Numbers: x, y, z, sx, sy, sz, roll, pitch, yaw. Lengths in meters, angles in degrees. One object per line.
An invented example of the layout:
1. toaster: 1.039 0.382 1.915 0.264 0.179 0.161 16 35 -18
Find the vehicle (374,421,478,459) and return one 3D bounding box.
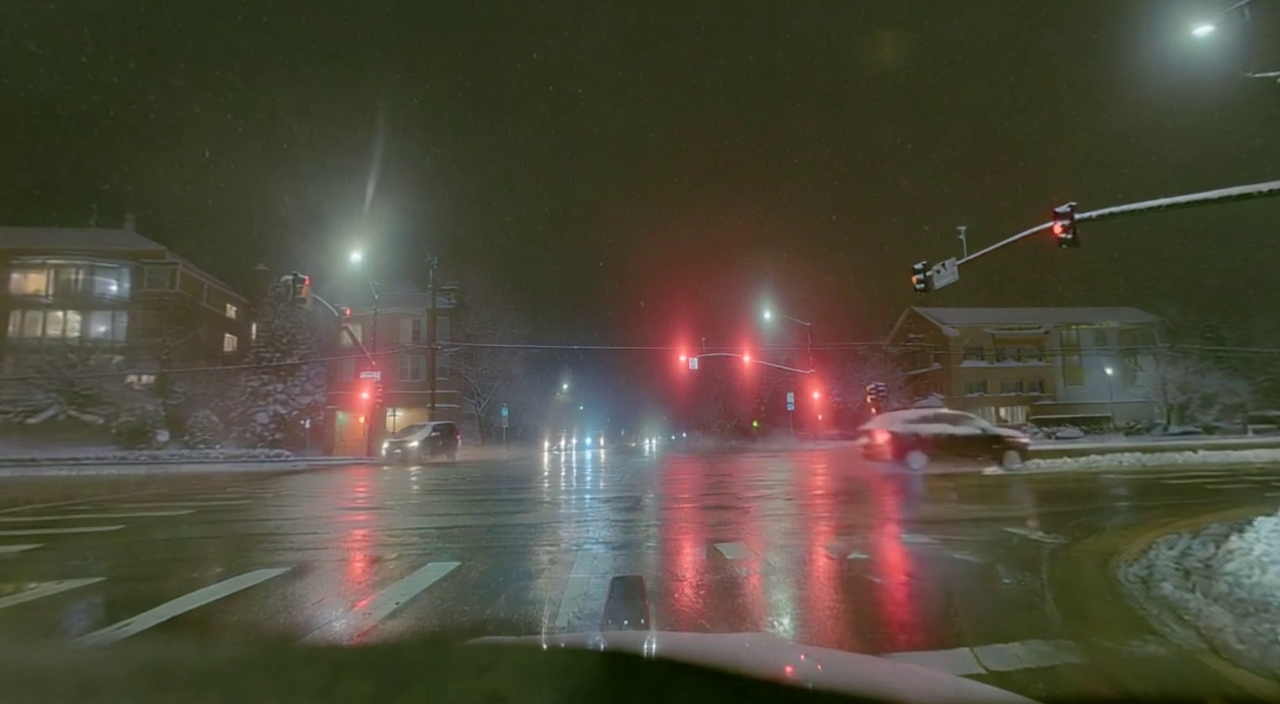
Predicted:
1. vehicle: -11.344 4.717 33.780 2.000 1.864 5.044 -6 -10 34

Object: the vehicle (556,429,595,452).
1. vehicle: -4.398 6.171 43.784 1.919 1.467 4.086 -1 -9 5

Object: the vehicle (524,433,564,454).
1. vehicle: -7.248 7.006 48.145 2.054 1.536 3.927 -1 -9 6

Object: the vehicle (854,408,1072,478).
1. vehicle: 8.472 2.414 16.766 4.854 1.684 1.945 1 -9 -9
